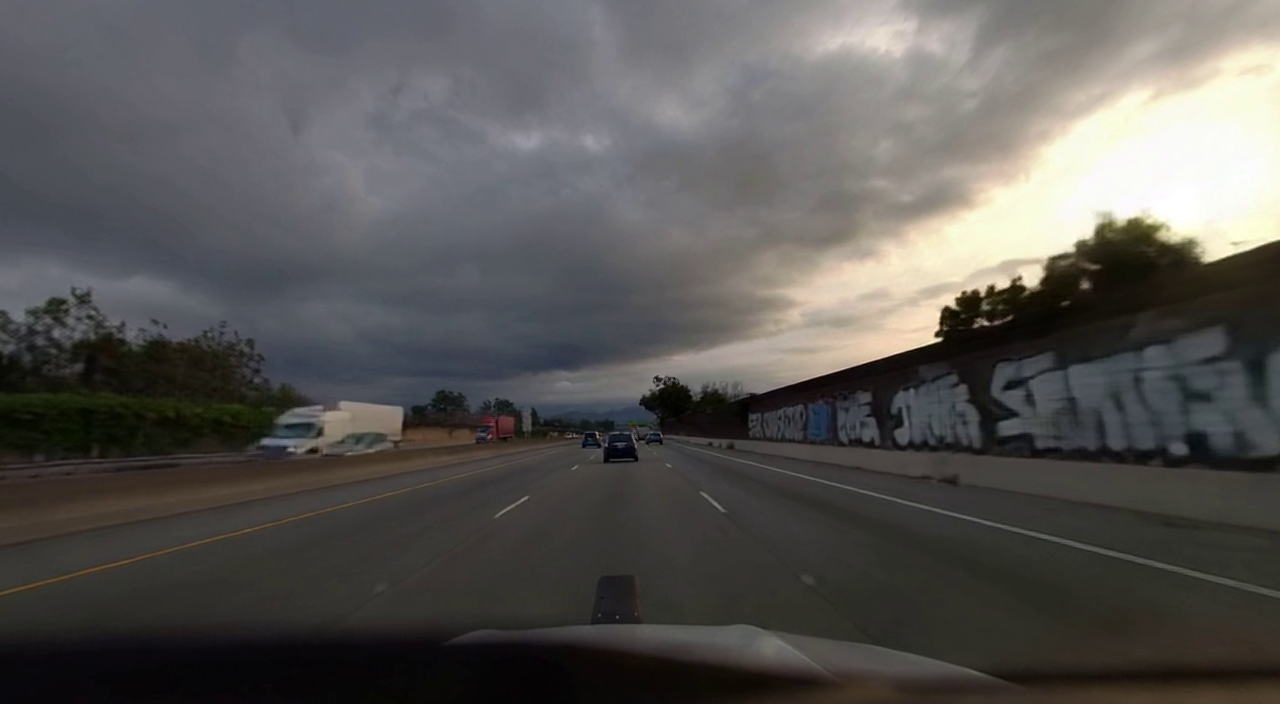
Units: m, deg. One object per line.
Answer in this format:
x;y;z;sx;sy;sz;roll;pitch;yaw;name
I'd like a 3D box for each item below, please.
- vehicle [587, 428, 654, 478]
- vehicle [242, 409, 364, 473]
-0.620;3.303;20.929;2.044;1.477;3.693;0;-8;-1;vehicle
-15.542;4.173;29.715;2.212;2.610;6.936;0;-8;-3;vehicle
